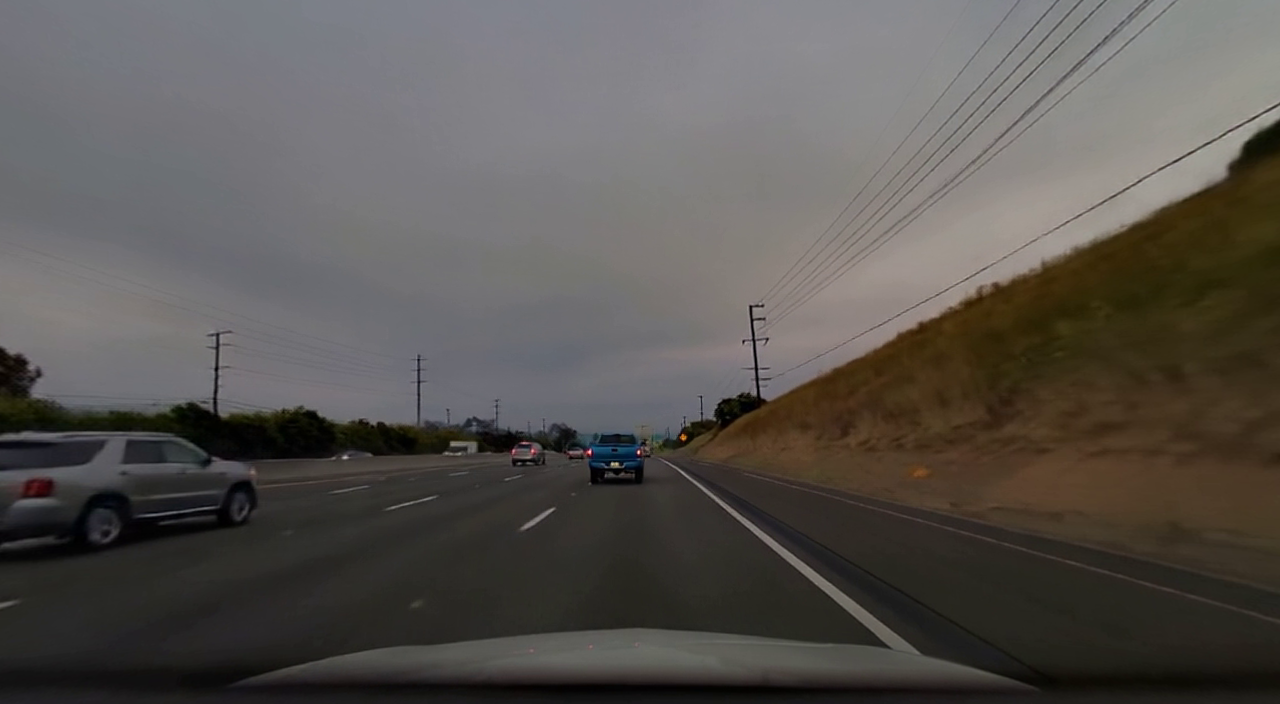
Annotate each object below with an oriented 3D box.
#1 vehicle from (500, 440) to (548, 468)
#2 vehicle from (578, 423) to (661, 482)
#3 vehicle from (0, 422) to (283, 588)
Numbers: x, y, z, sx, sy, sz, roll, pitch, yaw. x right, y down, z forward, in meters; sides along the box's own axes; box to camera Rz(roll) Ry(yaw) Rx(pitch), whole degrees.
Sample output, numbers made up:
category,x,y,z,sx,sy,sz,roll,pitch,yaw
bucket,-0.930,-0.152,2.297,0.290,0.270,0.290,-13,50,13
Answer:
category,x,y,z,sx,sy,sz,roll,pitch,yaw
vehicle,-7.130,6.314,39.075,2.055,1.618,4.457,0,-9,1
vehicle,-0.732,4.081,25.761,2.972,2.087,6.126,0,-8,0
vehicle,-7.125,1.737,7.905,2.189,1.553,5.202,0,-8,0
